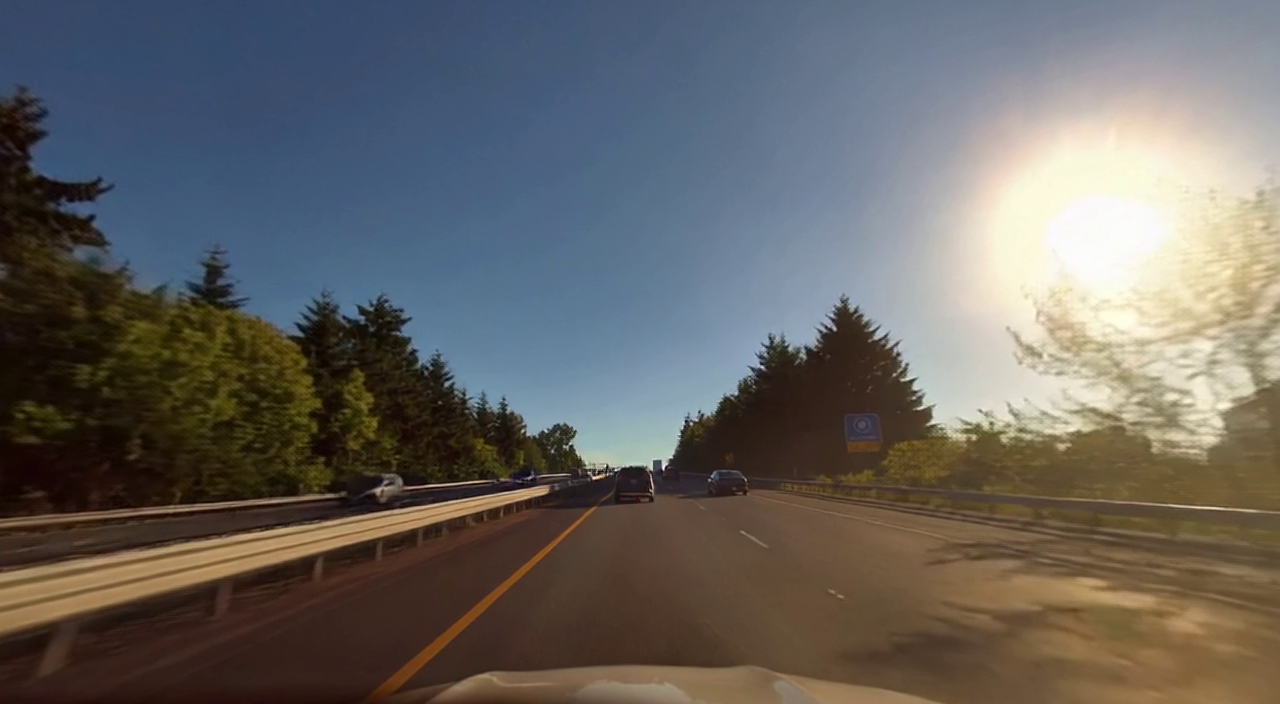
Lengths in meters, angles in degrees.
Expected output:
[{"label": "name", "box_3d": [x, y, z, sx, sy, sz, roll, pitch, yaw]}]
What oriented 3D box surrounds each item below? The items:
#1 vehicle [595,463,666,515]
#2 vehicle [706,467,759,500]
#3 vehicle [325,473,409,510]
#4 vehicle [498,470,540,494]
[{"label": "vehicle", "box_3d": [-0.293, 4.340, 20.254, 2.060, 1.473, 3.726, 1, -10, 0]}, {"label": "vehicle", "box_3d": [4.547, 6.550, 31.698, 1.974, 1.476, 4.119, 1, -10, -1]}, {"label": "vehicle", "box_3d": [-12.084, 6.195, 28.214, 1.880, 1.420, 4.212, 1, -10, 0]}, {"label": "vehicle", "box_3d": [-8.092, 8.751, 42.515, 1.843, 1.448, 4.542, 1, -10, 1]}]
